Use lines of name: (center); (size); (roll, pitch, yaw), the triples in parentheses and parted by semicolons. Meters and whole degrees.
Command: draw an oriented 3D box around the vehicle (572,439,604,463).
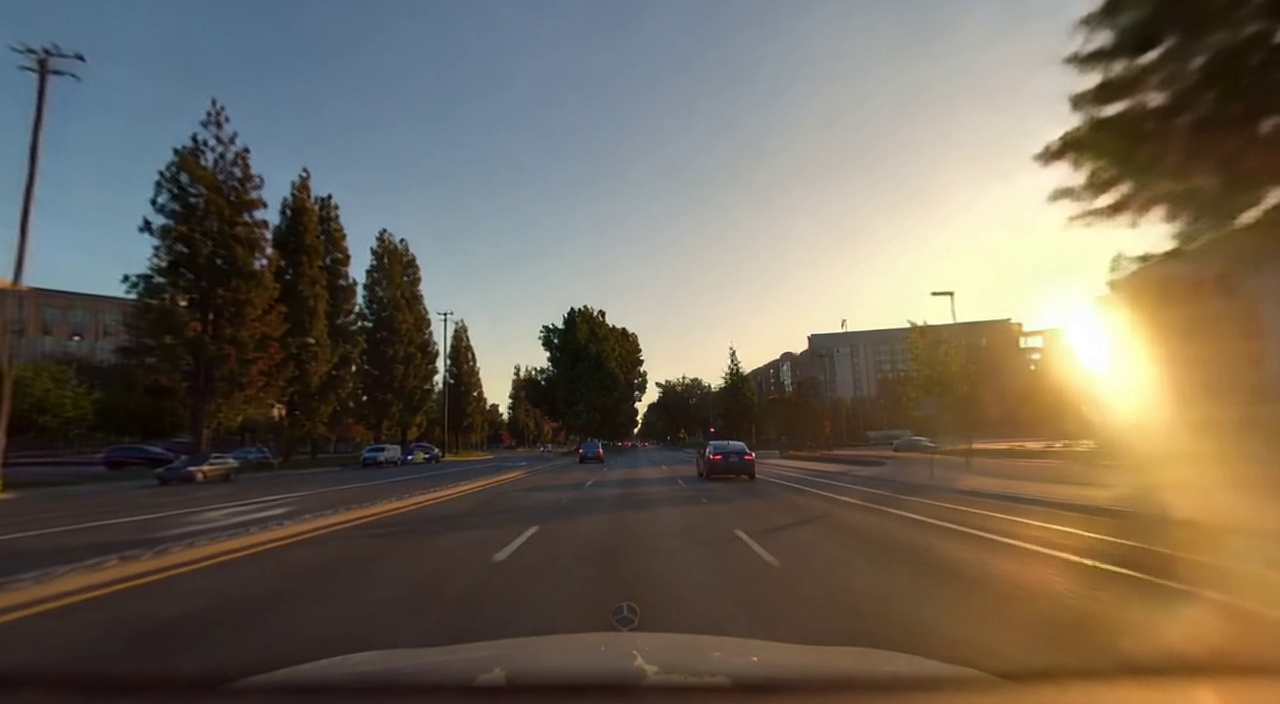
vehicle: (-3.769, 7.227, 46.368); (1.935, 1.617, 4.045); (0, -8, 0)

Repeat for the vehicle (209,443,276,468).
vehicle: (-30.026, 7.818, 47.774); (3.855, 1.693, 1.875); (-2, -8, 1)

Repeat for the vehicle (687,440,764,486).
vehicle: (2.882, 3.816, 22.188); (1.966, 1.449, 4.290); (0, -8, -2)

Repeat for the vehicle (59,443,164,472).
vehicle: (-30.554, 6.091, 36.627); (4.278, 1.625, 1.974); (0, -8, -1)

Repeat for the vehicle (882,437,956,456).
vehicle: (21.554, 7.322, 48.893); (4.748, 1.451, 2.089); (0, -8, -1)

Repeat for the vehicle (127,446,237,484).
vehicle: (-22.457, 5.507, 31.258); (1.926, 1.681, 4.601); (0, -8, 1)
